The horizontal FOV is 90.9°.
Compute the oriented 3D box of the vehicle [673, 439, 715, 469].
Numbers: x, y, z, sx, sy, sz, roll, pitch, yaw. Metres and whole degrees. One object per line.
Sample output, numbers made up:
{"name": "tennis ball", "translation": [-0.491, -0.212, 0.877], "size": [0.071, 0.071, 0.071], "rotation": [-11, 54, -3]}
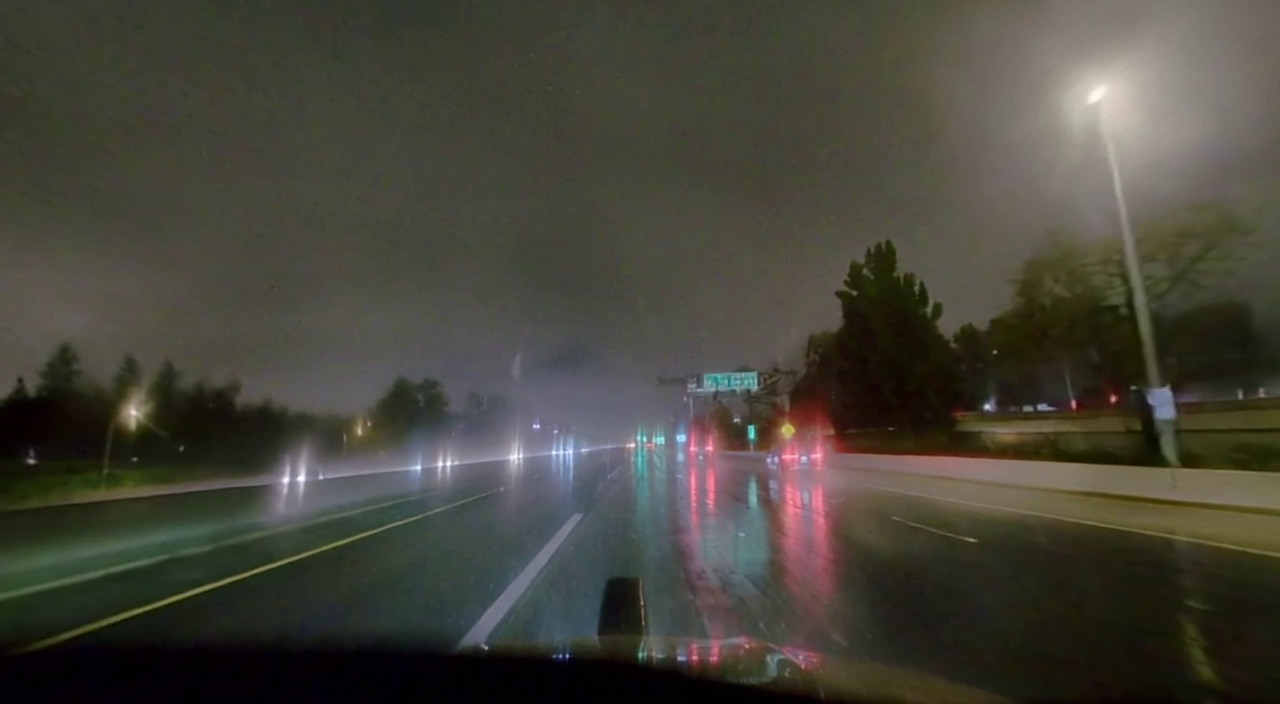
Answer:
{"name": "vehicle", "translation": [3.295, 6.369, 39.439], "size": [2.099, 1.748, 4.331], "rotation": [0, -9, -1]}
